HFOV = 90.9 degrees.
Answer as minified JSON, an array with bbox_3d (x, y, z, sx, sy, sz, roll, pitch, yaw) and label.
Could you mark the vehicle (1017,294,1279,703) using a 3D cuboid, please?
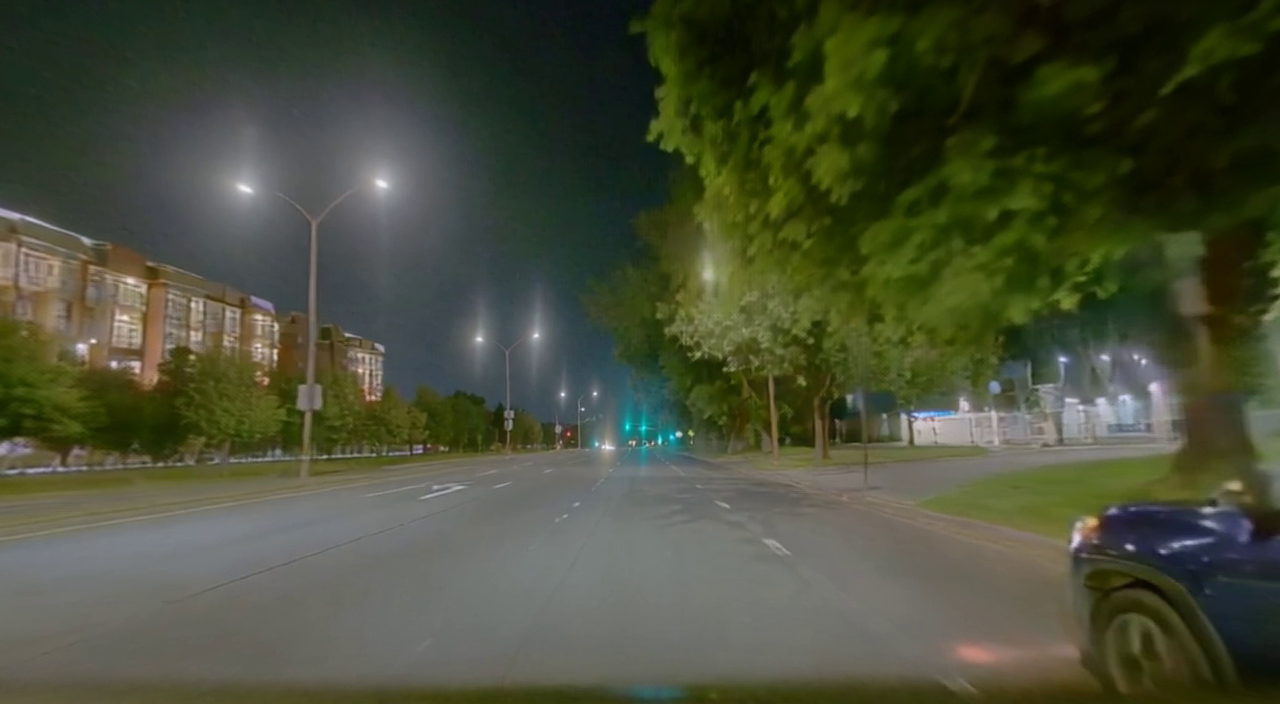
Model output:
[{"bbox_3d":[2.984,0.550,0.837,2.047,1.768,4.607,0,-8,-1],"label":"vehicle"}]
